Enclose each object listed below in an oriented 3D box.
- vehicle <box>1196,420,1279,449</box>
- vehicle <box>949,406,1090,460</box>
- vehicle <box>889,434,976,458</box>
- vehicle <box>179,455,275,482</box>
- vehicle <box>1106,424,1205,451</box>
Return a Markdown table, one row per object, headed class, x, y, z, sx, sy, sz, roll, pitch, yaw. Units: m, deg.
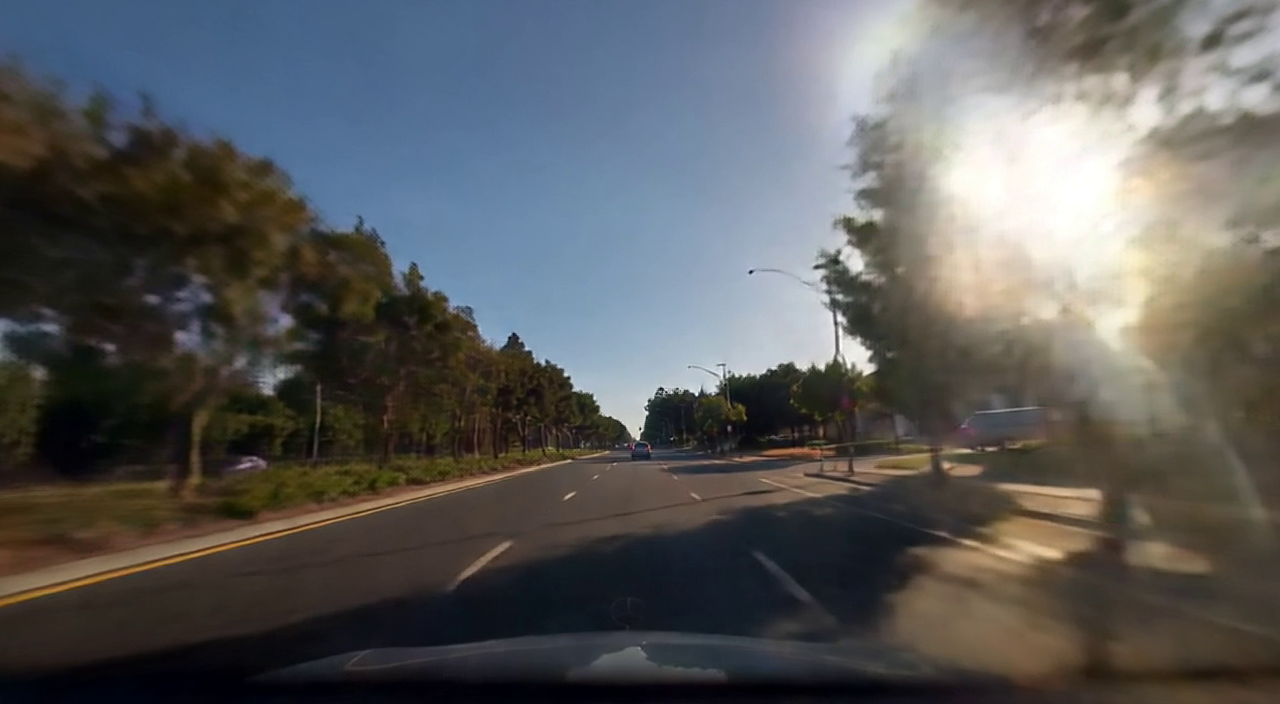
| class | x | y | z | sx | sy | sz | roll | pitch | yaw |
| --- | --- | --- | --- | --- | --- | --- | --- | --- | --- |
| vehicle | 35.000 | 4.704 | 35.943 | 4.578 | 1.488 | 1.890 | -2 | -9 | 1 |
| vehicle | 21.696 | 4.676 | 36.259 | 6.374 | 3.018 | 2.476 | 0 | -8 | -1 |
| vehicle | 20.302 | 6.550 | 43.869 | 4.900 | 1.530 | 2.211 | 0 | -11 | 1 |
| vehicle | -25.586 | 7.189 | 39.182 | 2.004 | 1.450 | 4.543 | -8 | -11 | 42 |
| vehicle | 29.311 | 4.887 | 35.904 | 4.101 | 1.518 | 1.749 | 0 | -8 | -1 |
